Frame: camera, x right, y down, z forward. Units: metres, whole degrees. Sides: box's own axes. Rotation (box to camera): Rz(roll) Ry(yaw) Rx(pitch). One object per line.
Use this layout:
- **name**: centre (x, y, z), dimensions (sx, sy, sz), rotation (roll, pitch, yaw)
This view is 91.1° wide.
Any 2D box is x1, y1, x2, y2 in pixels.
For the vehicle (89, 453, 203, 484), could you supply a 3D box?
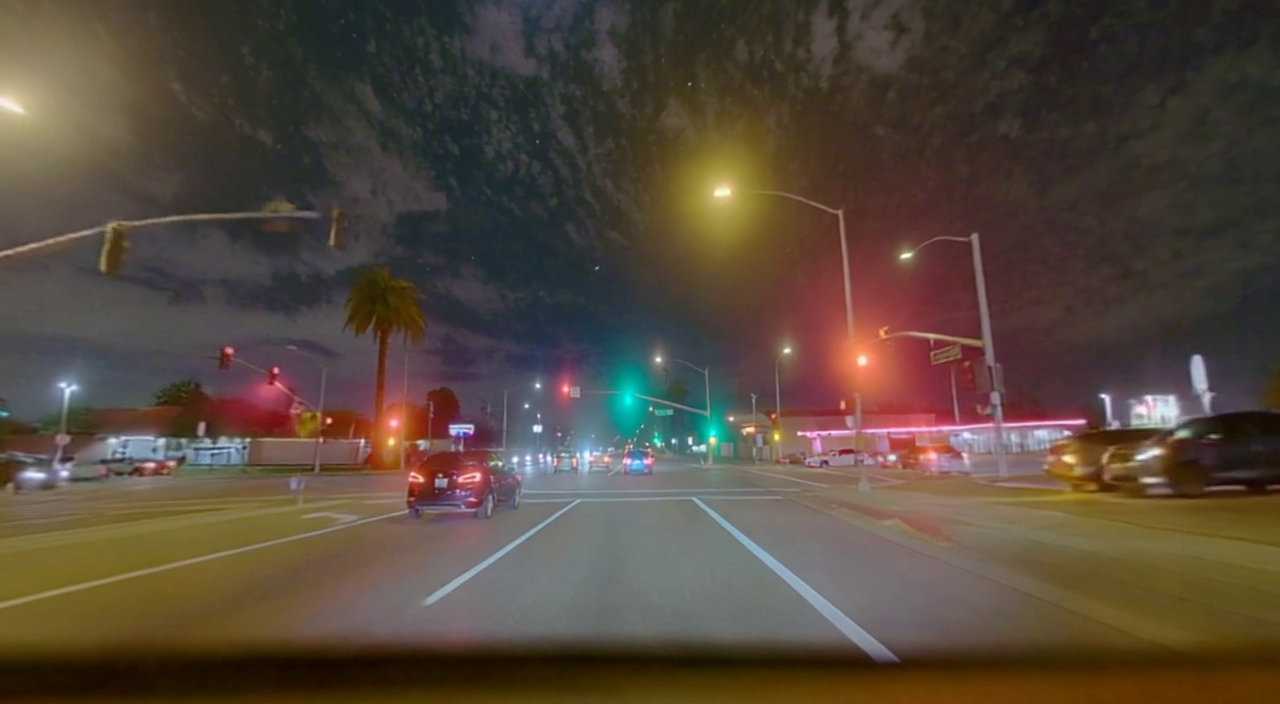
- **vehicle**: centre (-28.869, 6.828, 36.793), dimensions (4.945, 1.582, 1.938), rotation (-2, -10, -2)

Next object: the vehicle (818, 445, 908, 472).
- **vehicle**: centre (13.301, 6.387, 37.661), dimensions (4.532, 1.504, 2.087), rotation (0, -9, 0)

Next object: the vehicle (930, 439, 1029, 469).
- **vehicle**: centre (20.434, 6.126, 37.905), dimensions (4.699, 1.716, 2.108), rotation (0, -9, 0)

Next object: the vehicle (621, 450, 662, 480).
- **vehicle**: centre (0.086, 6.082, 34.181), dimensions (2.094, 1.496, 4.070), rotation (0, -9, 1)

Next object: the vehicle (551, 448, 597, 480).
- **vehicle**: centre (-3.521, 6.052, 34.141), dimensions (1.979, 1.634, 3.957), rotation (-1, -9, 2)

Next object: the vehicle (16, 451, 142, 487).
- **vehicle**: centre (-29.726, 6.175, 33.378), dimensions (4.640, 1.809, 2.118), rotation (0, -9, 1)

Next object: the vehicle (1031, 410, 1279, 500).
- **vehicle**: centre (10.932, 2.210, 13.646), dimensions (1.982, 1.623, 4.211), rotation (0, -9, -2)

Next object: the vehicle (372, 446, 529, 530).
- **vehicle**: centre (-3.847, 2.811, 13.645), dimensions (1.904, 1.513, 4.410), rotation (-1, -9, 2)
